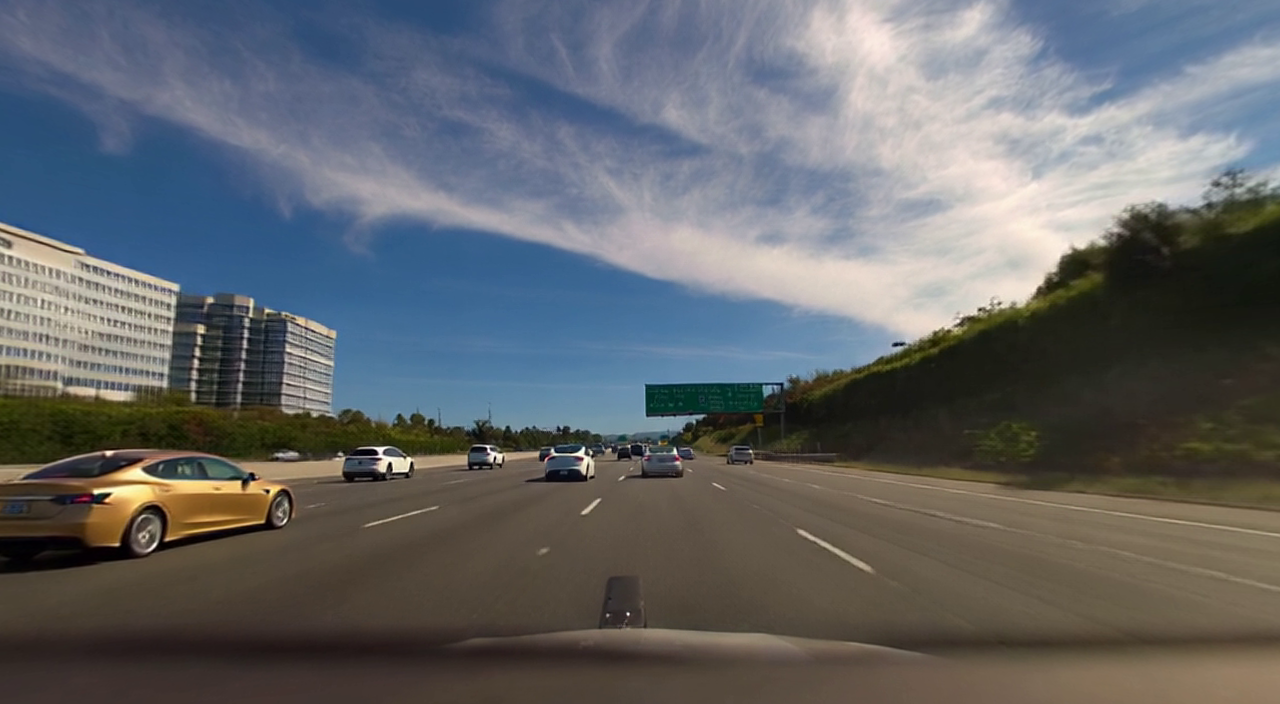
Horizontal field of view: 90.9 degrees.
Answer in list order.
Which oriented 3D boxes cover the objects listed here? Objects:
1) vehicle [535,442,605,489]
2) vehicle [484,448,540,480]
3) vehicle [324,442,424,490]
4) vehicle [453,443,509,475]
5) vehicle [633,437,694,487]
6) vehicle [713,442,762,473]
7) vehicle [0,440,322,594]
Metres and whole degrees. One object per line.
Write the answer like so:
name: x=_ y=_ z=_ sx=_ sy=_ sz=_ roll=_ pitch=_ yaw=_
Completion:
vehicle: x=-2.557 y=4.280 z=24.231 sx=2.102 sy=1.624 sz=4.257 roll=-1 pitch=-8 yaw=2
vehicle: x=-6.341 y=5.577 z=31.660 sx=1.886 sy=1.455 sz=4.148 roll=-1 pitch=-8 yaw=1
vehicle: x=-10.322 y=4.425 z=24.879 sx=1.947 sy=1.683 sz=4.331 roll=-1 pitch=-8 yaw=2
vehicle: x=-10.009 y=6.771 z=40.219 sx=2.186 sy=1.851 sz=5.085 roll=-1 pitch=-8 yaw=1
vehicle: x=0.838 y=4.168 z=24.194 sx=2.114 sy=1.715 sz=4.136 roll=0 pitch=-8 yaw=0
vehicle: x=5.947 y=6.501 z=39.094 sx=2.071 sy=1.754 sz=4.484 roll=0 pitch=-8 yaw=-3
vehicle: x=-6.612 y=1.955 z=8.523 sx=2.116 sy=1.473 sz=4.644 roll=-1 pitch=-8 yaw=1
